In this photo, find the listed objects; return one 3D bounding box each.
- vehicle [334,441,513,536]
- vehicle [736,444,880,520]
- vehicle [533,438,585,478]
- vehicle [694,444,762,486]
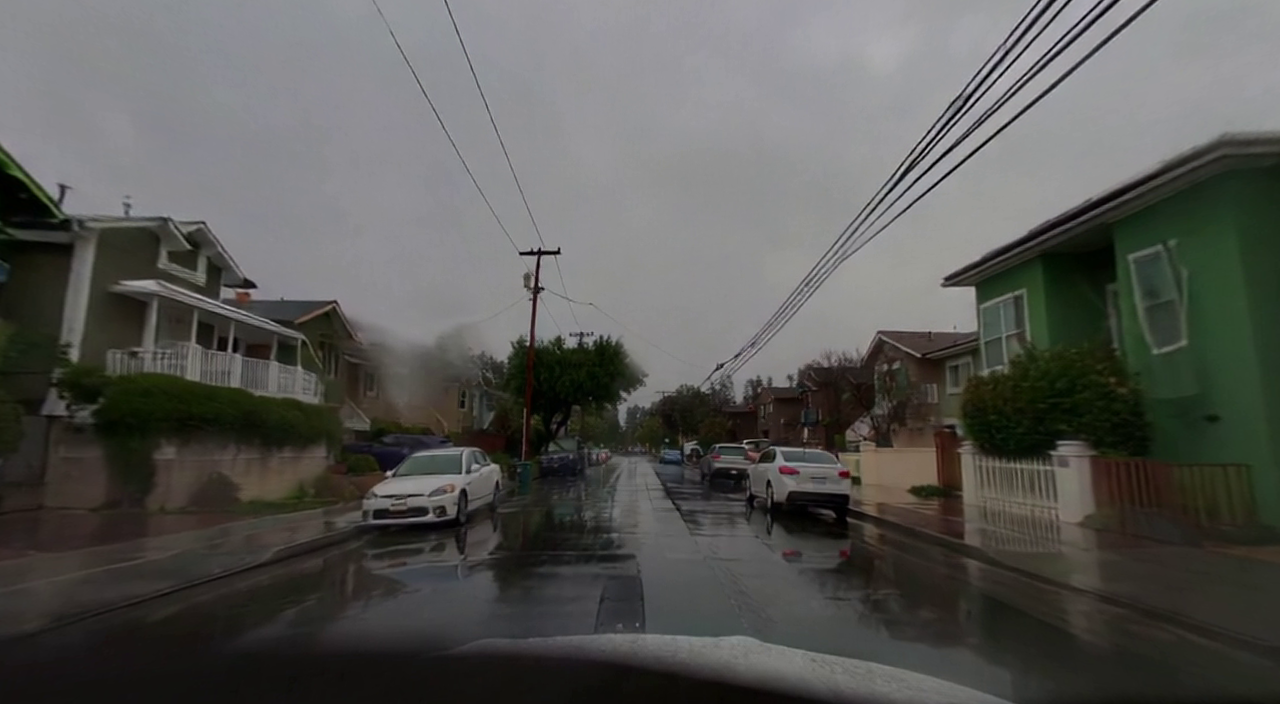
[{"bbox_3d":[-3.867,2.493,12.250,1.971,1.460,4.523,0,-9,-2],"label":"vehicle"},{"bbox_3d":[3.658,2.904,14.768,1.862,1.452,4.737,0,-9,-3],"label":"vehicle"},{"bbox_3d":[-4.109,5.501,32.992,2.057,1.887,5.053,0,-9,0],"label":"vehicle"},{"bbox_3d":[3.458,4.553,25.723,2.019,1.536,4.405,0,-9,-2],"label":"vehicle"}]
